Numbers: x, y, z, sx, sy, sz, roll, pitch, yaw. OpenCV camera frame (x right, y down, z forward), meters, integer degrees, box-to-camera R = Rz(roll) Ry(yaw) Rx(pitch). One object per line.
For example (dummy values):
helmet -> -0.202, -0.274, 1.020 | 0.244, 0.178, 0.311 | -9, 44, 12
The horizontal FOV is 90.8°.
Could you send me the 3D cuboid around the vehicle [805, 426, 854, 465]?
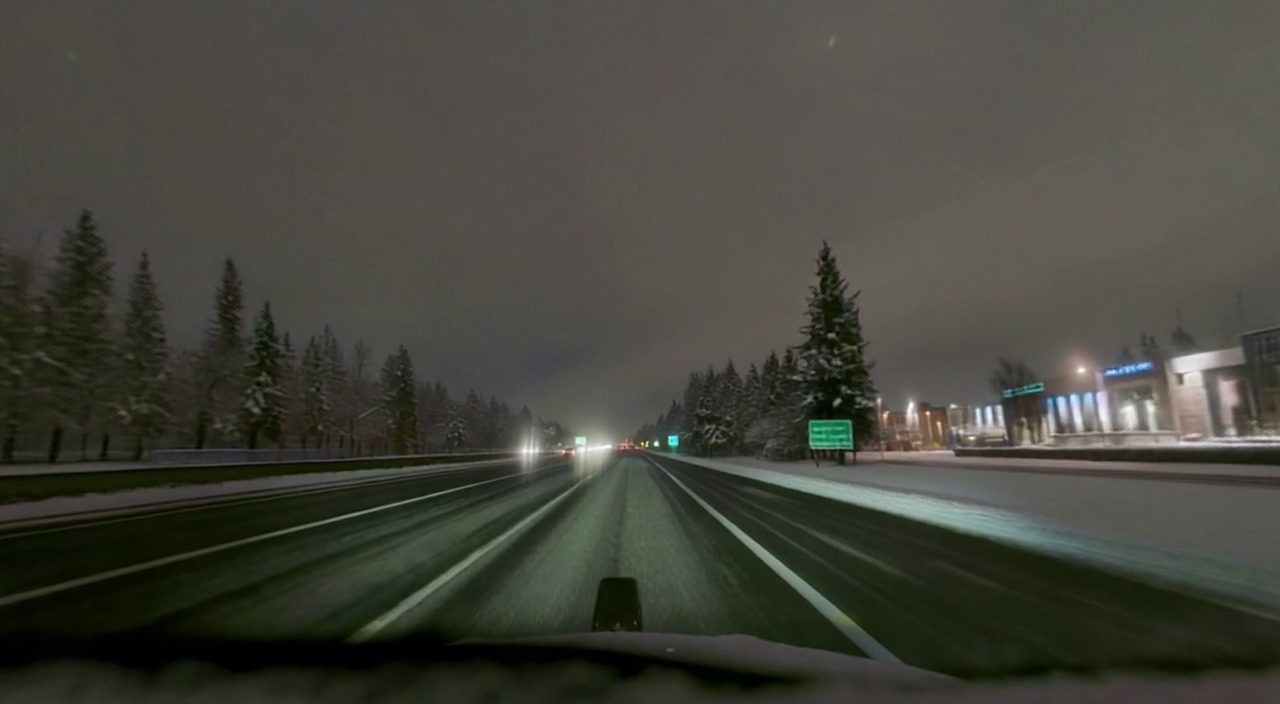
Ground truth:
vehicle -> 14.575, 7.190, 48.631 | 2.312, 2.875, 2.697 | 3, -10, -20
